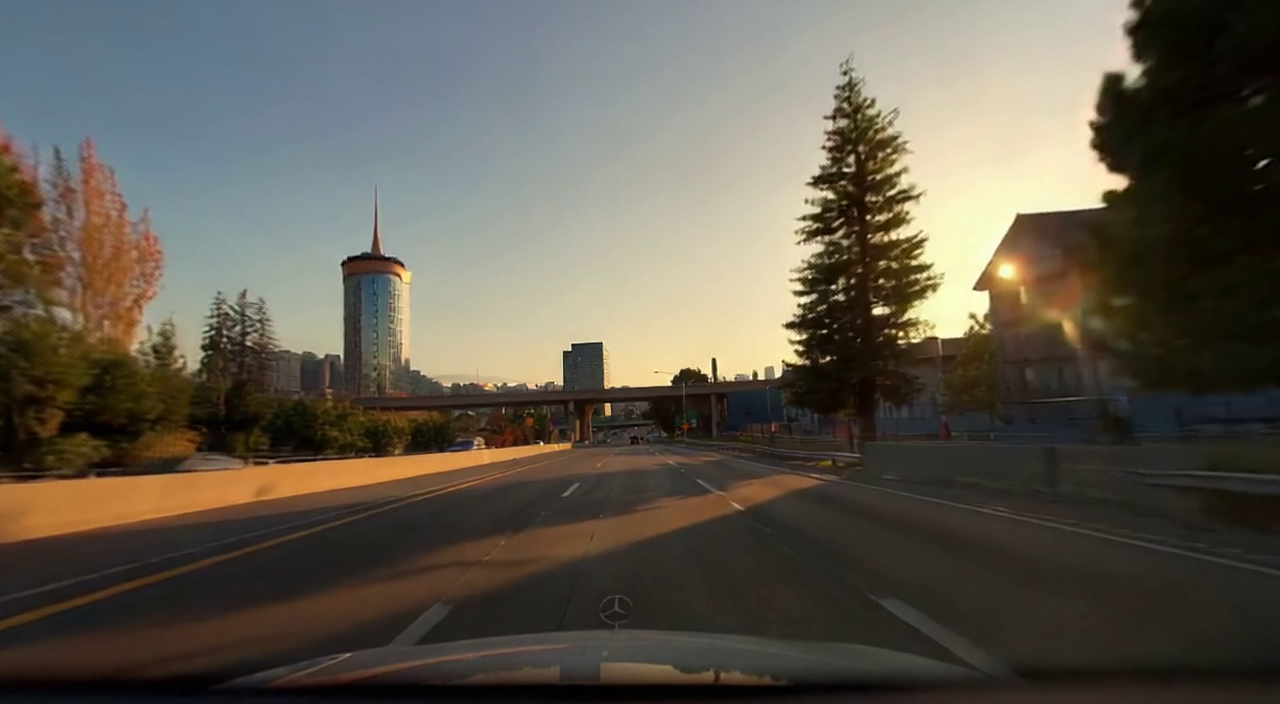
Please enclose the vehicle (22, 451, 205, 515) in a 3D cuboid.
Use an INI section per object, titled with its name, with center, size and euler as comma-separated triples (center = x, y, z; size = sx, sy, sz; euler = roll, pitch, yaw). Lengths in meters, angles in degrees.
[vehicle]
center = -14.949, 3.689, 18.212
size = 1.929, 1.462, 3.936
euler = -3, -8, -1
